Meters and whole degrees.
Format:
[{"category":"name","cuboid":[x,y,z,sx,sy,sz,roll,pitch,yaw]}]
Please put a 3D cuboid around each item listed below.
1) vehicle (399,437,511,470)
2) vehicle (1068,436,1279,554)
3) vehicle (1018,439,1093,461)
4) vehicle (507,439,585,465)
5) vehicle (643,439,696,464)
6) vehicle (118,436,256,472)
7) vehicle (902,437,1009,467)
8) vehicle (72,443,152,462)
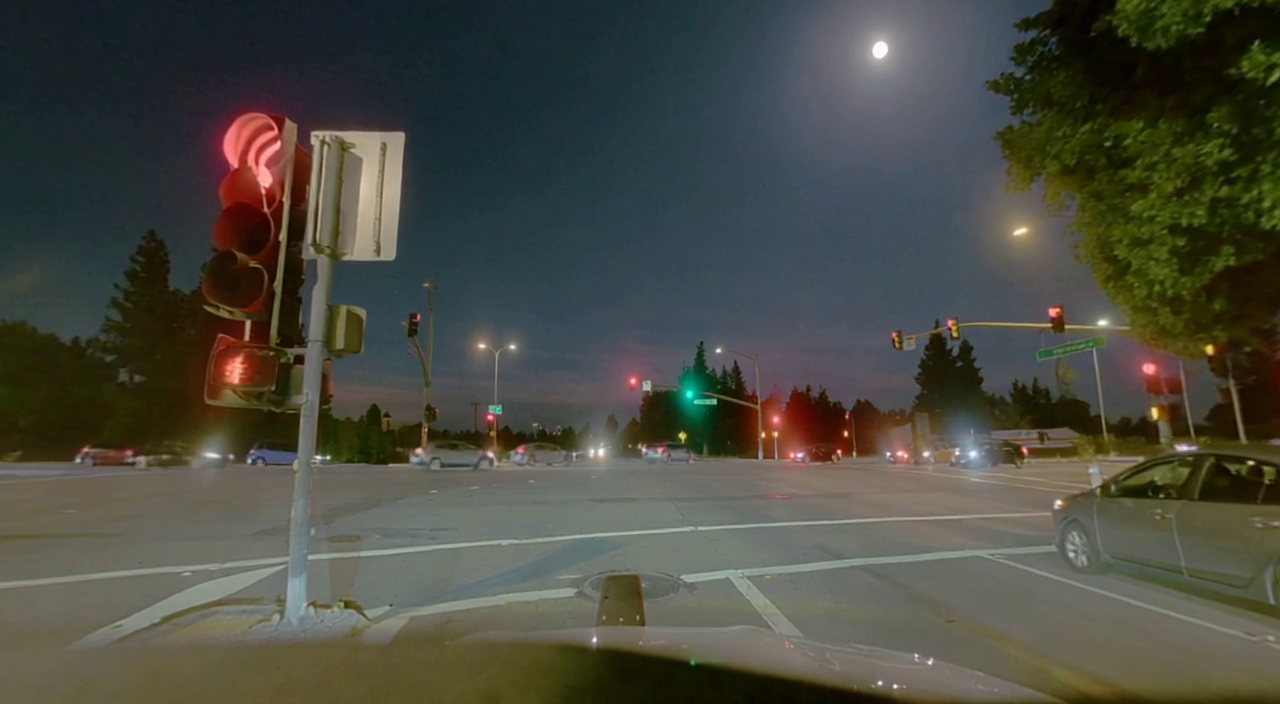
[{"category":"vehicle","cuboid":[-8.976,4.918,30.785,4.849,1.476,1.935,5,-10,-31]},{"category":"vehicle","cuboid":[9.283,2.155,9.839,1.993,1.505,4.721,3,-9,0]},{"category":"vehicle","cuboid":[29.452,6.948,44.797,4.533,1.471,1.772,2,-9,-15]},{"category":"vehicle","cuboid":[-5.831,6.273,39.826,1.922,1.485,4.912,-7,-11,37]},{"category":"vehicle","cuboid":[2.077,6.789,43.220,1.896,1.544,4.331,-5,-10,29]},{"category":"vehicle","cuboid":[-20.075,4.534,28.236,4.580,1.472,1.891,3,-9,-21]},{"category":"vehicle","cuboid":[16.275,5.175,32.832,1.962,1.468,4.516,6,-10,-34]},{"category":"vehicle","cuboid":[-40.540,7.732,48.594,4.345,1.426,1.722,2,-9,-8]}]
